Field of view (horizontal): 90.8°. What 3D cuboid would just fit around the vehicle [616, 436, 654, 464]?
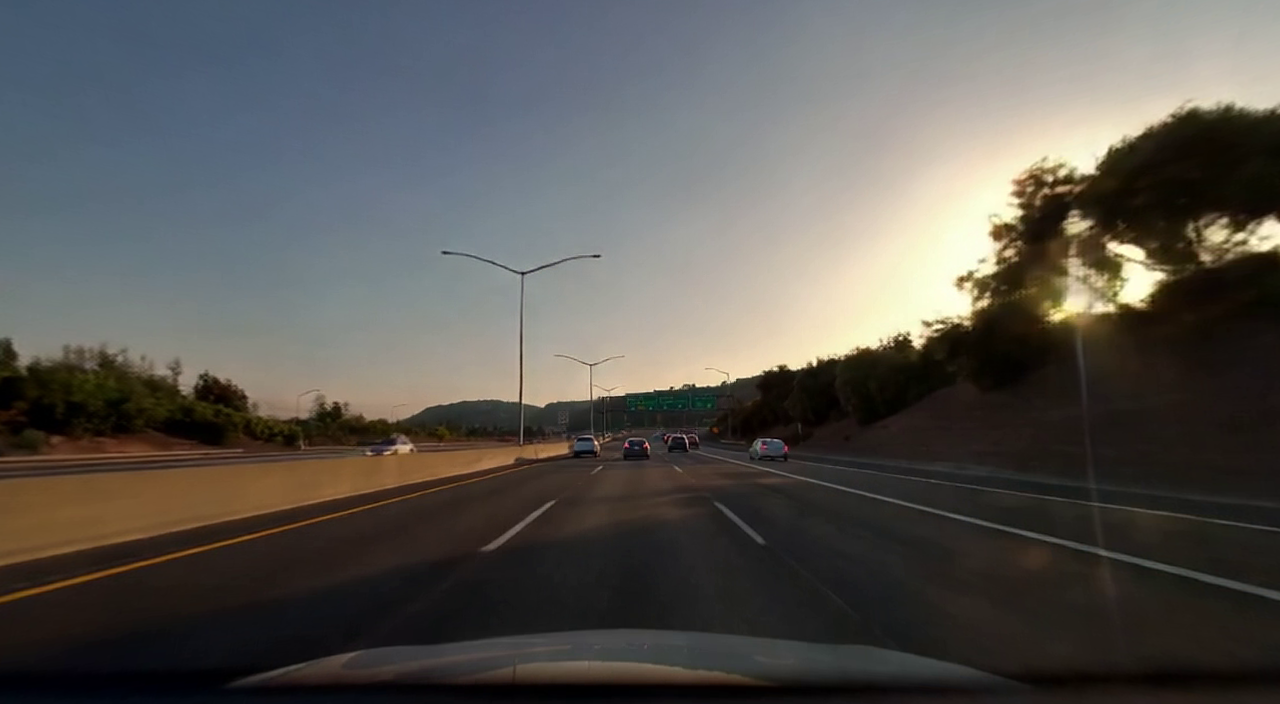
[{"bbox_3d":[-0.279,5.367,34.647,1.985,1.457,4.227,0,-9,-1],"label":"vehicle"}]

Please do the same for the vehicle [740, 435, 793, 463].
[{"bbox_3d":[7.027,5.467,35.552,1.935,1.478,4.433,0,-9,-2],"label":"vehicle"}]

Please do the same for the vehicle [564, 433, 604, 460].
[{"bbox_3d":[-3.630,6.249,41.753,2.123,1.661,4.601,0,-9,1],"label":"vehicle"}]
